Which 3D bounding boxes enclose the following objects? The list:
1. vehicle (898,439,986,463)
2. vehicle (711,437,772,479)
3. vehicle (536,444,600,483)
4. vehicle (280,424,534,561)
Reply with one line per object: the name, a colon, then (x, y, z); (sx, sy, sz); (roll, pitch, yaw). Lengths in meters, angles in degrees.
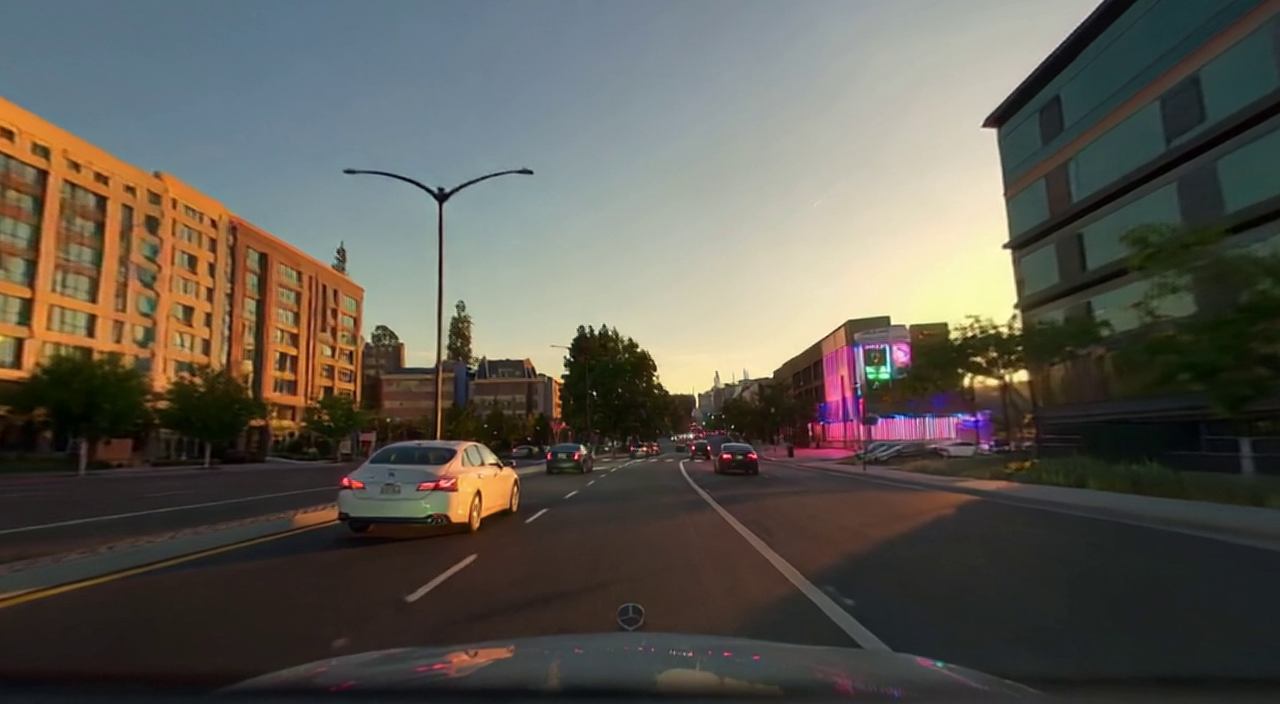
vehicle: (19.231, 6.333, 40.260); (4.502, 1.454, 2.129); (0, -9, 0)
vehicle: (4.503, 4.771, 28.629); (2.103, 1.699, 4.171); (0, -8, 0)
vehicle: (-2.859, 4.534, 26.034); (1.980, 1.454, 4.226); (-1, -8, 2)
vehicle: (-3.084, 1.969, 9.595); (2.118, 1.568, 4.436); (0, -8, 1)
